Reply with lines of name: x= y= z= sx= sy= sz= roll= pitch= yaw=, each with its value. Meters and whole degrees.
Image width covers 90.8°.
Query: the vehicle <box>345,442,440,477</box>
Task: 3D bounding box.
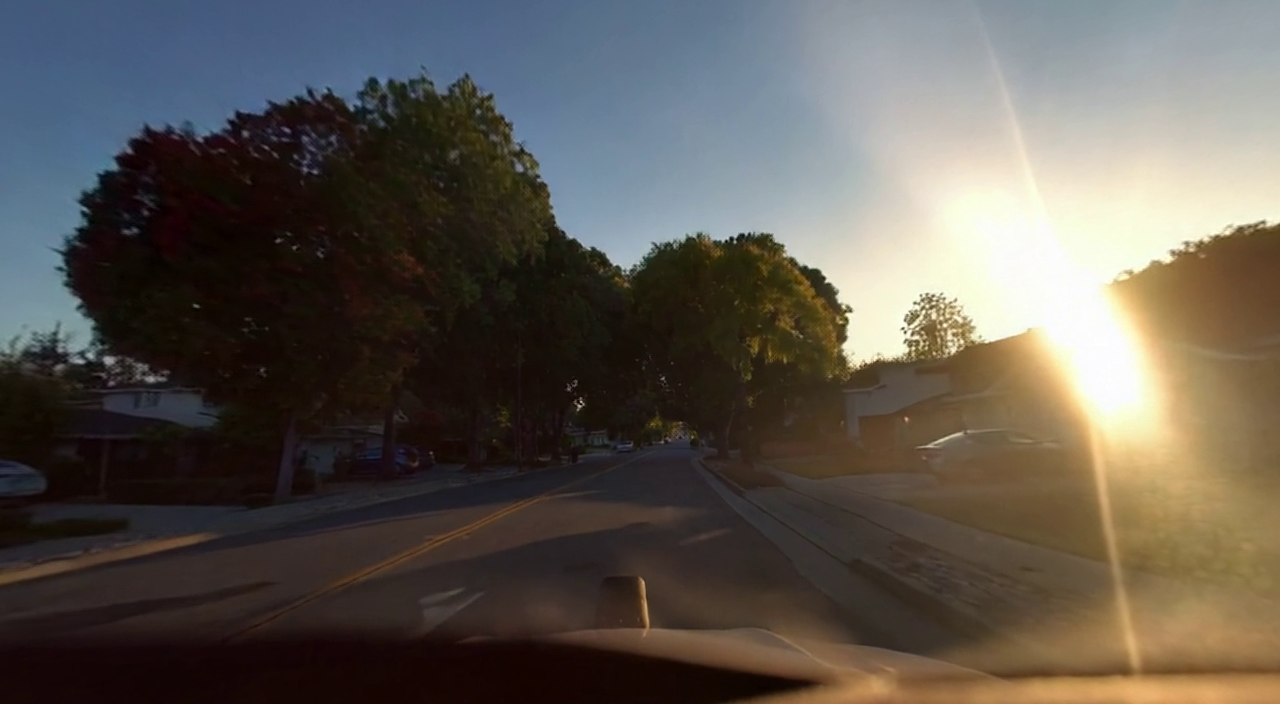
vehicle: x=-13.350 y=5.816 z=34.317 sx=4.370 sy=1.761 sz=1.901 roll=1 pitch=-9 yaw=-6
